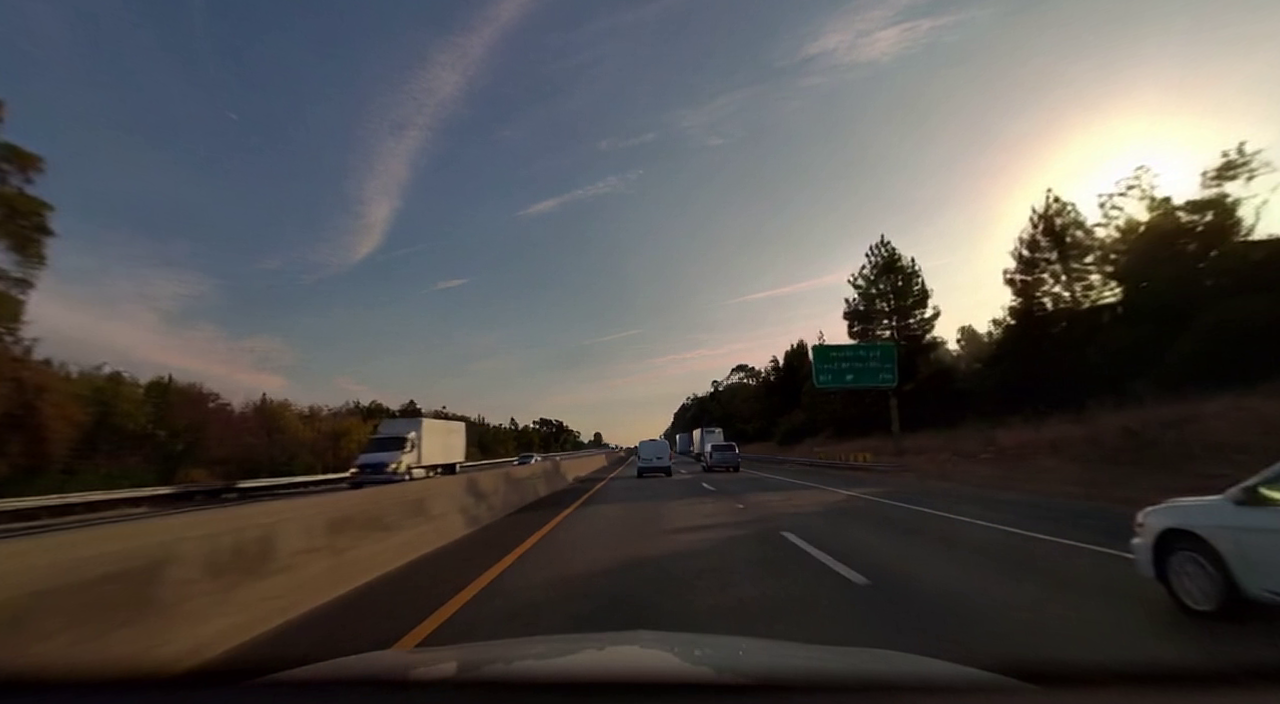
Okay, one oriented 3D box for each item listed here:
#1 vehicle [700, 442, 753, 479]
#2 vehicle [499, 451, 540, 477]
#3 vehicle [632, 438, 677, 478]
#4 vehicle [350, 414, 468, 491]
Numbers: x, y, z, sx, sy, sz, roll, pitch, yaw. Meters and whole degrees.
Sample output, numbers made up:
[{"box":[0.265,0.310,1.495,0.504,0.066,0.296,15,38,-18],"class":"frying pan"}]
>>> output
[{"box":[4.196,5.321,31.251,1.961,1.689,3.971,0,-9,-1],"class":"vehicle"},{"box":[-8.259,7.714,43.652,1.911,1.666,4.389,0,-9,1],"class":"vehicle"},{"box":[0.670,5.400,32.371,2.143,1.925,4.101,0,-9,0],"class":"vehicle"},{"box":[-12.847,5.761,36.350,2.923,3.786,9.994,0,-9,0],"class":"vehicle"}]
